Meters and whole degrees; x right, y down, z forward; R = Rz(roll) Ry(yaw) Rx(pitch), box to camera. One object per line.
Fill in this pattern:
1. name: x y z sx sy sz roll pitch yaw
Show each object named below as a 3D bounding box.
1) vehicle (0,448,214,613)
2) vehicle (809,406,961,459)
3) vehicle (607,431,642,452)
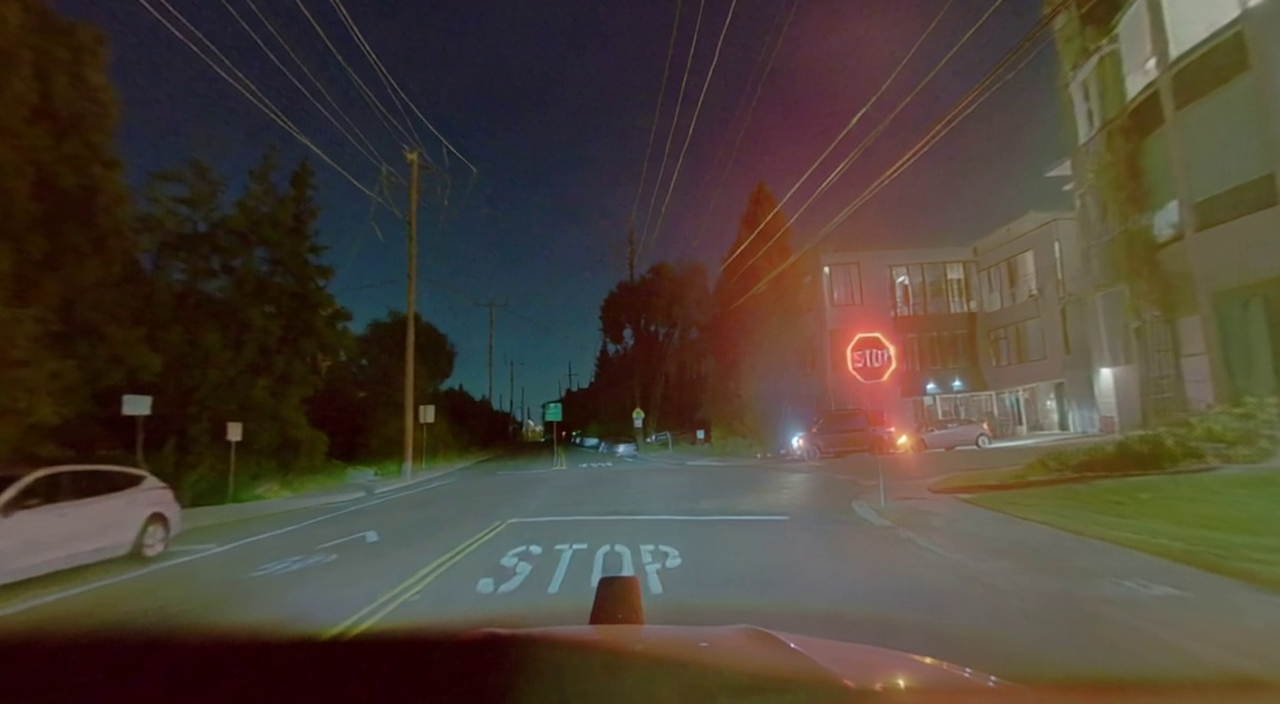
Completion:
1. vehicle: -7.072 1.891 6.867 1.922 1.505 4.502 -3 -8 -2
2. vehicle: 9.102 3.055 23.772 4.790 1.872 2.155 1 -9 -4
3. vehicle: -1.190 6.673 46.883 1.918 1.475 4.060 2 -9 -12
